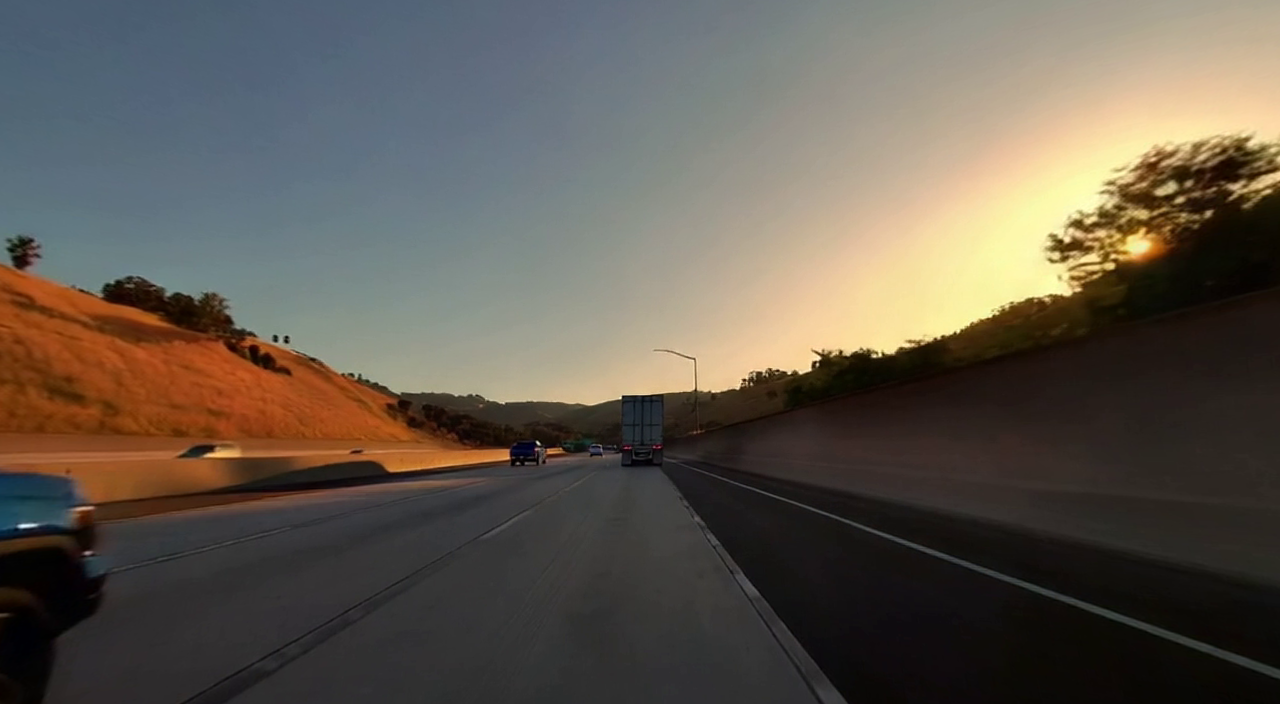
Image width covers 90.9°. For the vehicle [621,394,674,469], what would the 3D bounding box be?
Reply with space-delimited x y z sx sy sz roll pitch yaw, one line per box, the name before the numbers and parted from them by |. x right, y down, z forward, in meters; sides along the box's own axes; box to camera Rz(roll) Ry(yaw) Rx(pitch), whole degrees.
vehicle | 0.507 5.601 43.245 2.951 4.229 15.519 0 -8 1

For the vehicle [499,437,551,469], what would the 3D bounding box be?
vehicle | -6.995 6.222 39.106 2.113 1.837 5.339 0 -8 1
